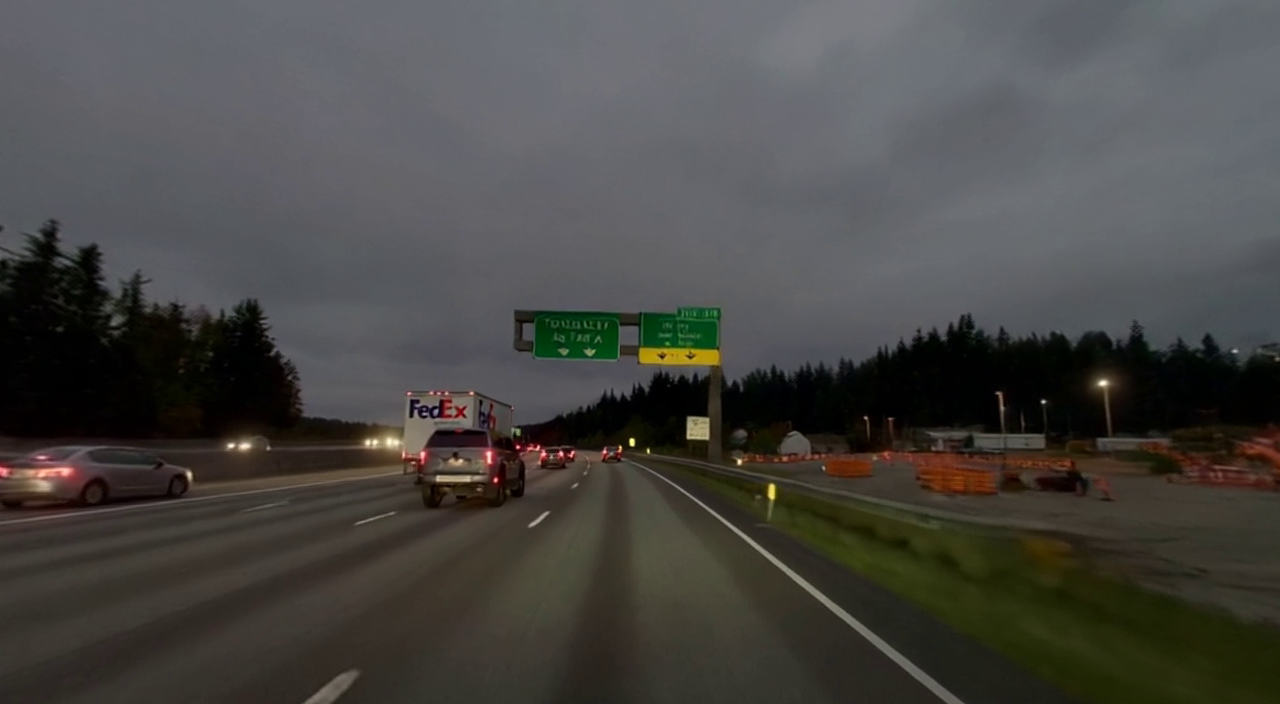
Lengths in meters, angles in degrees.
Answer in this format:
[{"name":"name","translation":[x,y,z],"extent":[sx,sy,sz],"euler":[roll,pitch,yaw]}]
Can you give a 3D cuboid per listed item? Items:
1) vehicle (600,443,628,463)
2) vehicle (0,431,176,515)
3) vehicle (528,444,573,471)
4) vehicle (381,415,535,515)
[{"name":"vehicle","translation":[-2.046,7.863,49.142],"extent":[2.043,1.489,3.839],"euler":[1,-9,-5]},{"name":"vehicle","translation":[-13.652,2.762,14.932],"extent":[2.018,1.668,4.409],"euler":[0,-9,-1]},{"name":"vehicle","translation":[-5.160,6.142,37.000],"extent":[2.192,1.478,4.591],"euler":[0,-9,-3]},{"name":"vehicle","translation":[-3.825,2.488,14.308],"extent":[2.170,1.886,4.628],"euler":[0,-9,-1]}]
